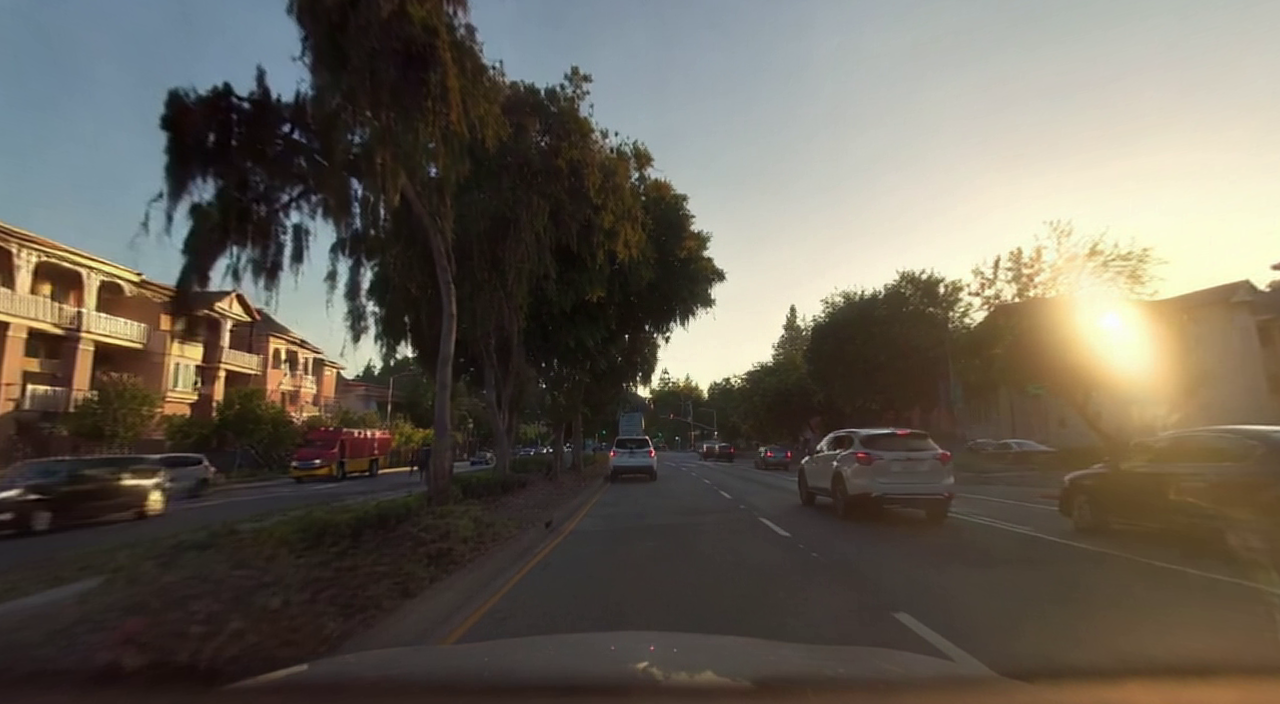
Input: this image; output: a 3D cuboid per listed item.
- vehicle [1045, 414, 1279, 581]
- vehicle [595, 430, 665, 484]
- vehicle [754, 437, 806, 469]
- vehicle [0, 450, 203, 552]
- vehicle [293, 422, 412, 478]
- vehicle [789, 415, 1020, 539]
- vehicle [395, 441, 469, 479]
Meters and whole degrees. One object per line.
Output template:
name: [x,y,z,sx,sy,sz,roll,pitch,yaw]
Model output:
vehicle: [7.207,1.571,7.243,2.133,1.583,4.496,0,-8,1]
vehicle: [-0.347,3.871,23.473,2.332,1.798,4.546,0,-8,0]
vehicle: [7.866,5.711,35.852,1.971,1.722,4.341,0,-8,0]
vehicle: [-10.377,2.503,11.260,1.907,1.471,4.410,0,-8,1]
vehicle: [-19.914,6.913,44.815,3.233,3.473,10.664,0,-8,1]
vehicle: [4.170,2.055,10.974,2.100,1.689,4.501,0,-8,1]
vehicle: [-10.517,5.465,32.218,2.142,1.742,4.523,0,-8,1]
